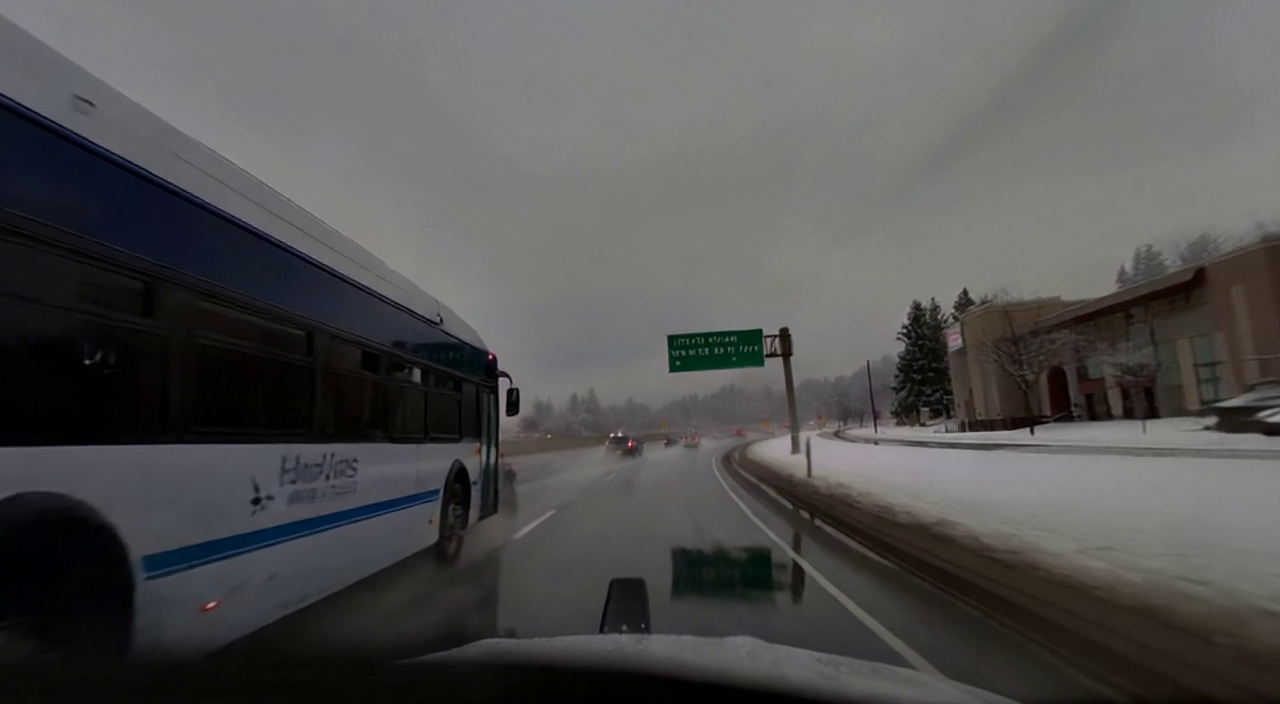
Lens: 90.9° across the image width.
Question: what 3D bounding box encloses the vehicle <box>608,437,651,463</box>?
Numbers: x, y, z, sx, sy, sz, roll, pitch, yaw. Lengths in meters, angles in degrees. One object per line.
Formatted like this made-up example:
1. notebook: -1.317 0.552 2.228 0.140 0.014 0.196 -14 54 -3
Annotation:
1. vehicle: -0.586 5.939 38.311 1.928 1.455 4.361 -2 -9 8

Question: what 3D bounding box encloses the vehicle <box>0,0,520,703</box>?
1. vehicle: -3.270 0.534 4.701 2.888 2.944 8.373 -1 -9 2
